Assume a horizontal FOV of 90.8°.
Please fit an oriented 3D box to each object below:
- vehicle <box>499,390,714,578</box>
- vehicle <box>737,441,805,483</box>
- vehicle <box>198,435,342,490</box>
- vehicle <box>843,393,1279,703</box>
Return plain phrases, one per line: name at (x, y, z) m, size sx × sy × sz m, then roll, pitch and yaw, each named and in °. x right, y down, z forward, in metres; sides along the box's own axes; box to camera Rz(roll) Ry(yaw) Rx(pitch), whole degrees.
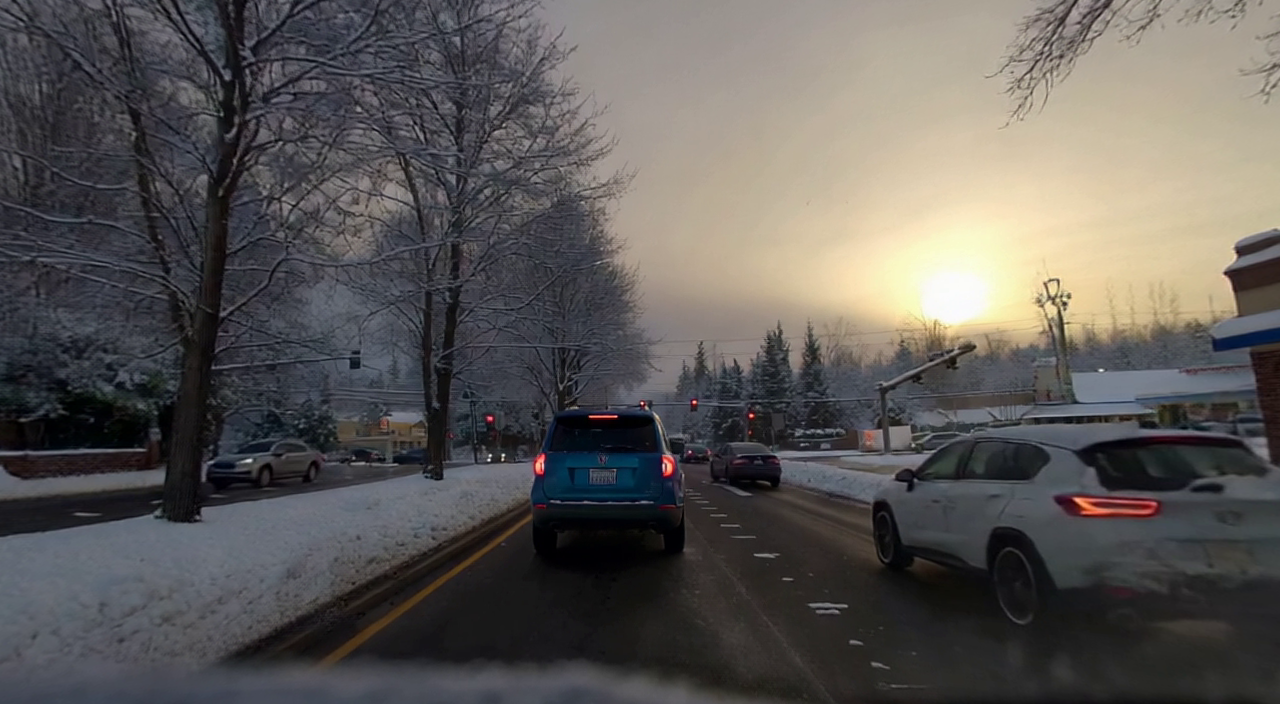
vehicle at (-0.303, 1.645, 8.629) m, size 2.096 × 1.837 × 4.687 m, roll 0°, pitch -9°, yaw 1°
vehicle at (5.148, 4.364, 25.346) m, size 1.883 × 1.496 × 4.236 m, roll 0°, pitch -9°, yaw 1°
vehicle at (-12.738, 3.823, 22.238) m, size 2.108 × 1.683 × 4.861 m, roll 0°, pitch -9°, yaw 0°
vehicle at (3.530, 1.323, 5.338) m, size 2.098 × 1.555 × 4.778 m, roll 0°, pitch -9°, yaw 1°
